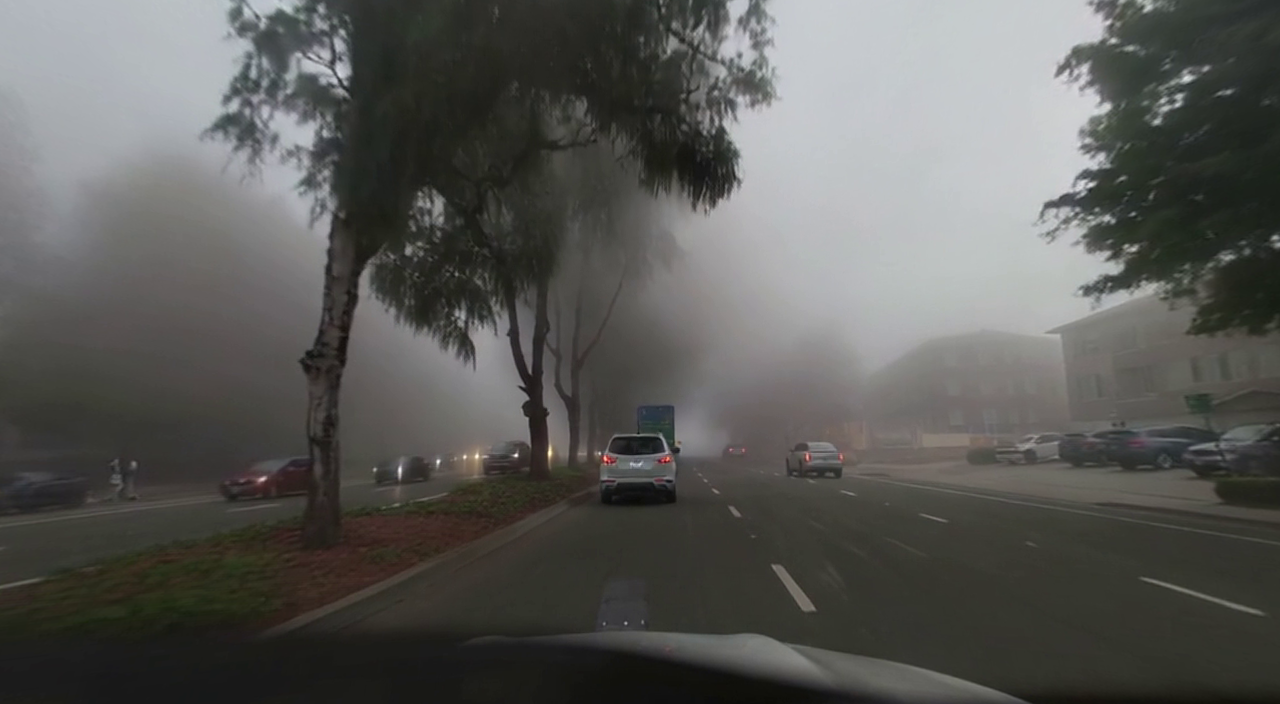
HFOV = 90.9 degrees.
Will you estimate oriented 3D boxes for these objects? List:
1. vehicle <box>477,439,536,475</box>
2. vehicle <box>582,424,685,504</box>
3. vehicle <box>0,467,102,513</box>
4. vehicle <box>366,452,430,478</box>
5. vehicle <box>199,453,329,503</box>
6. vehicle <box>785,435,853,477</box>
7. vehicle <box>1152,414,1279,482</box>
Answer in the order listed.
[{"bbox_3d":[-7.196,5.691,34.468,2.119,1.778,4.760,0,-8,1],"label":"vehicle"},{"bbox_3d":[0.001,2.913,16.772,2.332,1.798,4.546,-1,-8,4],"label":"vehicle"},{"bbox_3d":[-23.276,5.152,23.702,1.824,1.476,4.499,-1,-9,6],"label":"vehicle"},{"bbox_3d":[-15.618,7.308,40.960,2.010,1.510,4.532,-1,-8,5],"label":"vehicle"},{"bbox_3d":[-13.249,4.428,22.569,1.806,1.417,4.405,-4,-9,3],"label":"vehicle"},{"bbox_3d":[7.996,4.669,28.555,1.971,1.722,4.341,0,-8,2],"label":"vehicle"},{"bbox_3d":[18.491,2.718,18.477,4.783,1.724,2.297,-4,-9,0],"label":"vehicle"}]
